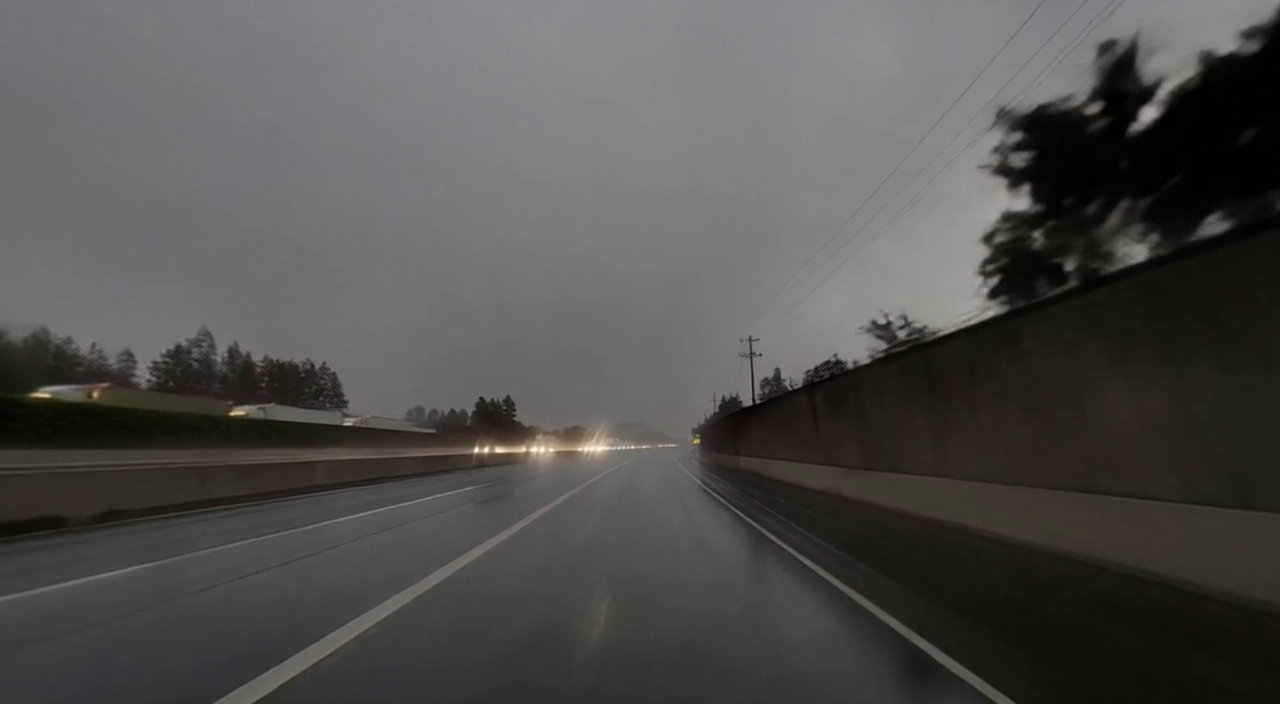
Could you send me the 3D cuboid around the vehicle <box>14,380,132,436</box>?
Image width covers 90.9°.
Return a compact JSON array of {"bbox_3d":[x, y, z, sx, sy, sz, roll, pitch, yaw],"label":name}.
[{"bbox_3d":[-42.911,4.387,47.979,2.911,3.814,6.009,0,-9,3],"label":"vehicle"}]
